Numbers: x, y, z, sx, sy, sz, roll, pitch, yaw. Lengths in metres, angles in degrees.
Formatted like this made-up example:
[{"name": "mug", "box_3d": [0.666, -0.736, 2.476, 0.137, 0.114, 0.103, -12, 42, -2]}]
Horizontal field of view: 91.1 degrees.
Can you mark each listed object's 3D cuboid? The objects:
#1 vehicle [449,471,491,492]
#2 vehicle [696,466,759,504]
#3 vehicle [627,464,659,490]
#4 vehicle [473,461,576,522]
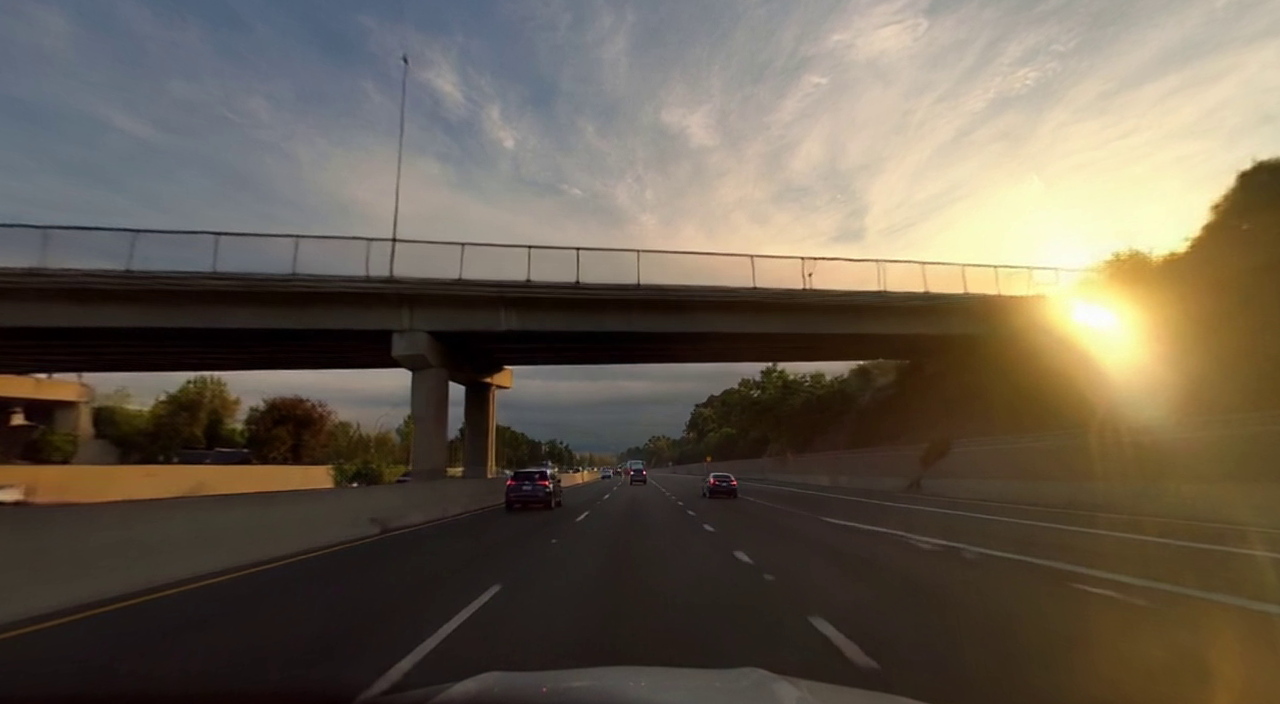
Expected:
[{"name": "vehicle", "box_3d": [-12.466, 9.480, 46.191, 1.795, 1.456, 4.329, 0, -10, 1]}, {"name": "vehicle", "box_3d": [3.810, 5.921, 28.209, 2.092, 1.518, 4.348, 1, -10, -1]}, {"name": "vehicle", "box_3d": [0.230, 8.845, 44.428, 2.181, 1.698, 4.056, 0, -10, 0]}, {"name": "vehicle", "box_3d": [-3.197, 3.992, 18.352, 2.099, 1.516, 4.308, 0, -10, 1]}]
